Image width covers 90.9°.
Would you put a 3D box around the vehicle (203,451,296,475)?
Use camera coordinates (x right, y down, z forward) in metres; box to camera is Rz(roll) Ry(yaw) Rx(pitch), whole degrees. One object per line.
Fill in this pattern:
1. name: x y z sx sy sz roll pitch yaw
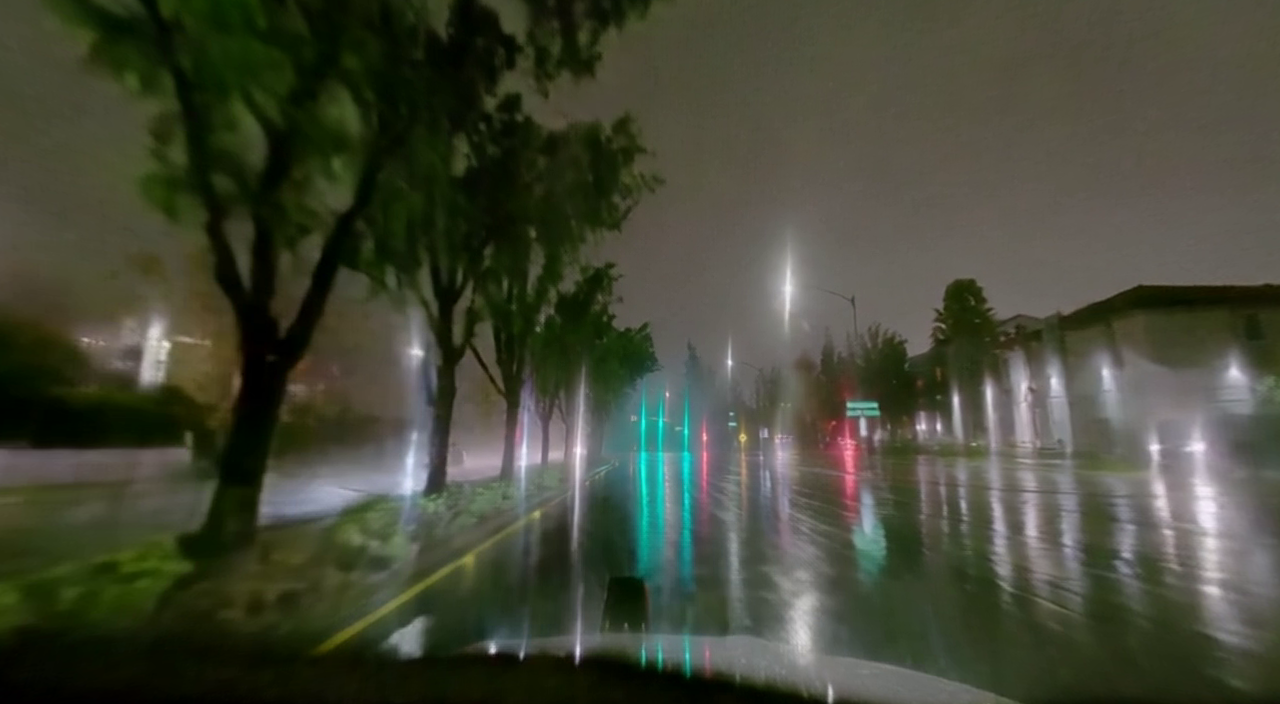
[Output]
1. vehicle: -25.120 7.152 40.620 4.663 1.464 1.906 0 -8 -1

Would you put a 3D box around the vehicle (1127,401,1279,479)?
1. vehicle: 21.652 3.195 22.859 5.506 2.643 2.681 -1 -8 3

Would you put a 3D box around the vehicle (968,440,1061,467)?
1. vehicle: 21.650 5.862 36.559 4.176 1.490 1.871 0 -8 -3

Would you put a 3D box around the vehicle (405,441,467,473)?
1. vehicle: -11.890 6.150 37.130 2.056 1.763 4.629 0 -8 1
